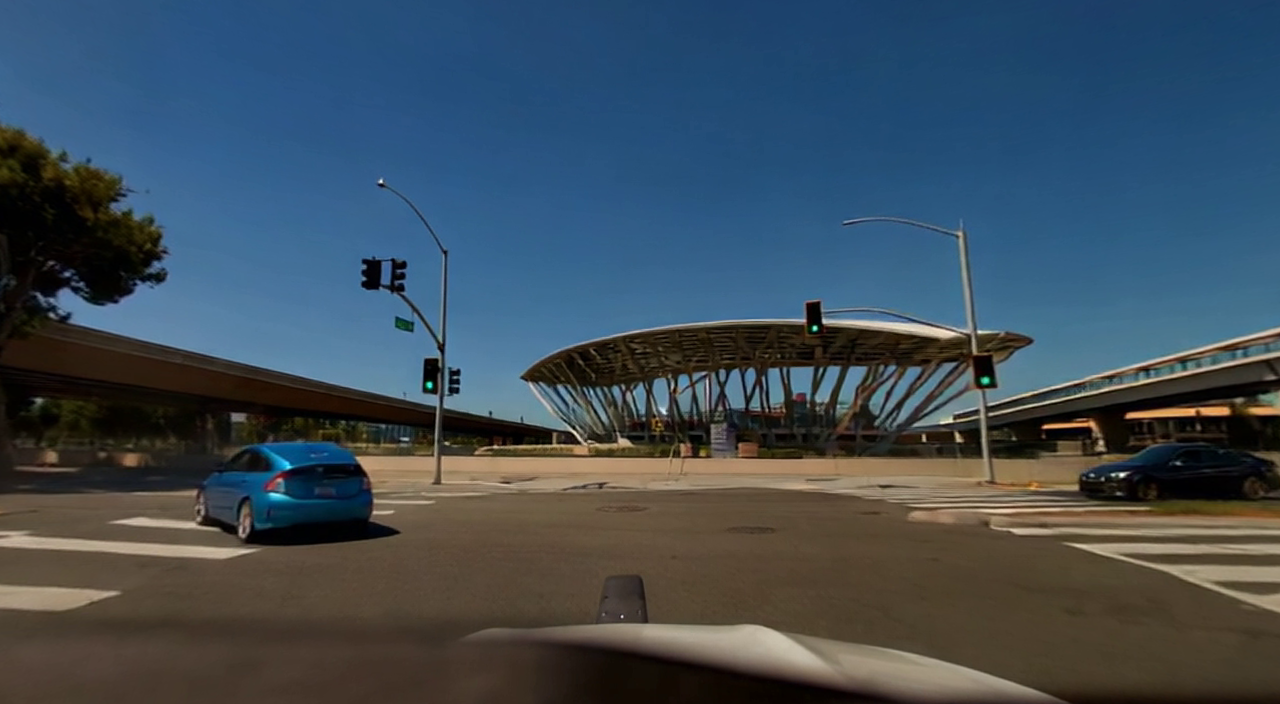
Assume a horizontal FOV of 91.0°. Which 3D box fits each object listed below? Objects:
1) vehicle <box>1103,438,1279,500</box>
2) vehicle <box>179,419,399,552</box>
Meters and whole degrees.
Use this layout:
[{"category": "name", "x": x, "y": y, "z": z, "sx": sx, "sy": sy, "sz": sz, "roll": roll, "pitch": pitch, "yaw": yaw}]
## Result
[{"category": "vehicle", "x": 16.557, "y": 3.394, "z": 18.430, "sx": 4.345, "sy": 1.672, "sz": 1.973, "roll": 0, "pitch": -9, "yaw": 3}, {"category": "vehicle", "x": -5.501, "y": 1.924, "z": 9.685, "sx": 1.976, "sy": 1.584, "sz": 3.772, "roll": 8, "pitch": -12, "yaw": -43}]
